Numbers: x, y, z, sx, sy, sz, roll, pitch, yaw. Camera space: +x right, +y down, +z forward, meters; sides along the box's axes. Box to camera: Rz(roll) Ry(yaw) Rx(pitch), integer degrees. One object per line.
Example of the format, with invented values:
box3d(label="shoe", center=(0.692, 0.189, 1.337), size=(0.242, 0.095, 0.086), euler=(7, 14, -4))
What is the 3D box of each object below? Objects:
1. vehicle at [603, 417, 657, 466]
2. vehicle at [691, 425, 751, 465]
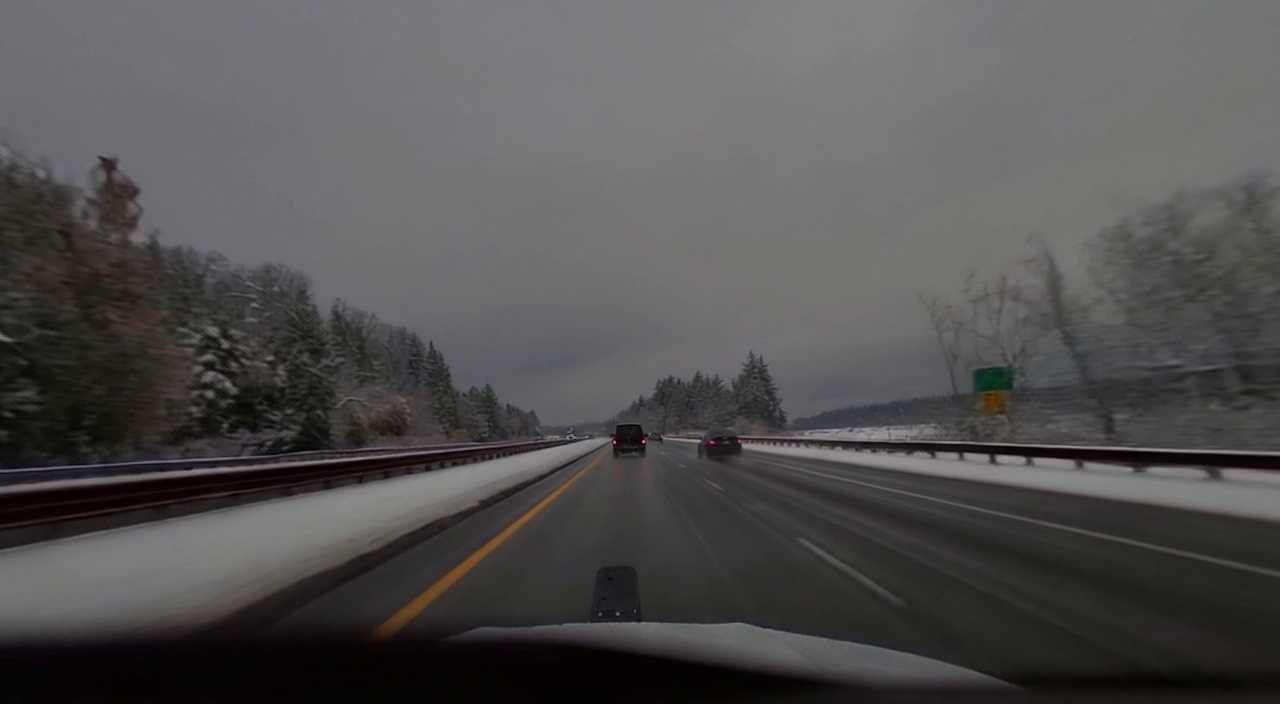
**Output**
box3d(label="vehicle", center=(-0.472, 4.073, 28.901), size=(2.270, 2.044, 4.633), euler=(0, -8, -2))
box3d(label="vehicle", center=(3.446, 4.071, 27.604), size=(1.981, 1.606, 3.956), euler=(0, -8, -2))
